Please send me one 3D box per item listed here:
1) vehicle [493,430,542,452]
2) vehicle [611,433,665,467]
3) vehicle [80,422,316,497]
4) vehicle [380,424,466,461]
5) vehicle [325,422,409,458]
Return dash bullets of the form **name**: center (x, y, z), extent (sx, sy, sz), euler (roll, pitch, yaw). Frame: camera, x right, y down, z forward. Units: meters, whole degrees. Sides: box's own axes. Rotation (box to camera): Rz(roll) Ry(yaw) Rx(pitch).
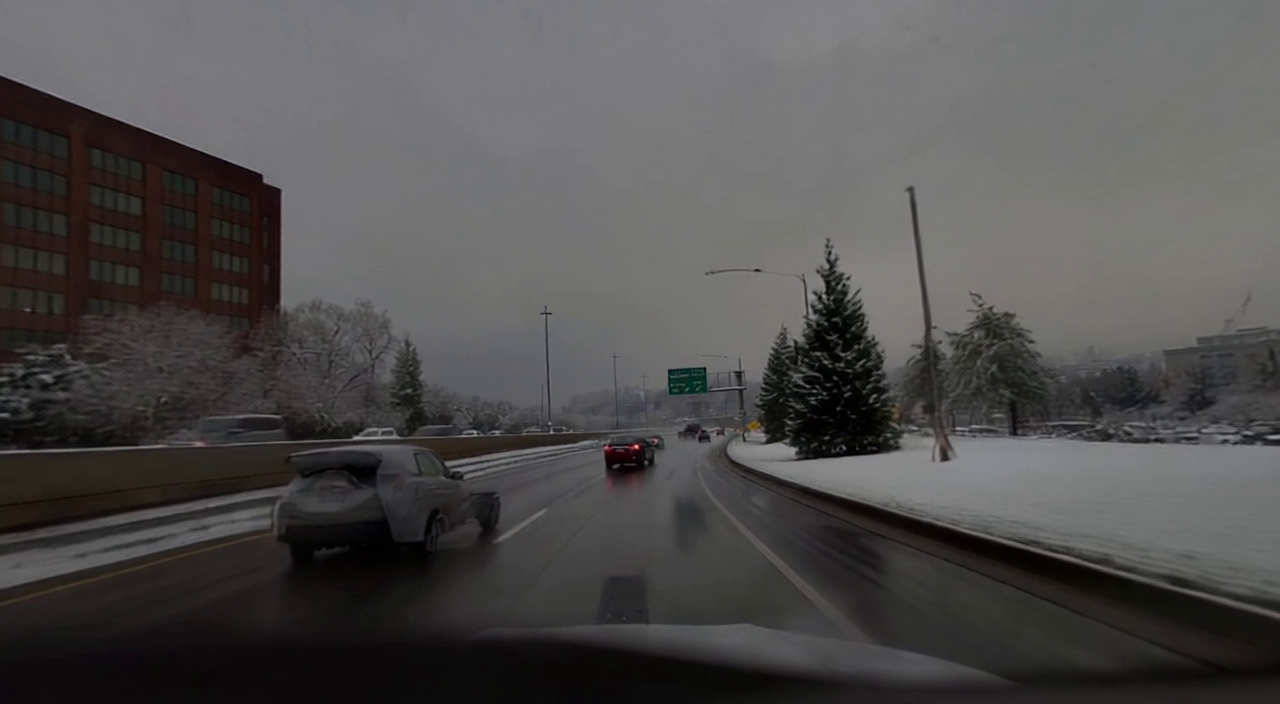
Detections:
- **vehicle**: center (-8.453, 6.227, 43.980), extent (2.020, 1.470, 4.639), euler (-1, -8, 7)
- **vehicle**: center (-0.019, 4.680, 30.231), extent (2.035, 1.460, 4.497), euler (-1, -8, 7)
- **vehicle**: center (-10.176, 2.519, 15.119), extent (2.097, 1.484, 4.621), euler (-1, -8, 4)
- **vehicle**: center (-9.690, 4.120, 28.636), extent (1.943, 1.536, 4.656), euler (-1, -8, 5)
- **vehicle**: center (-13.712, 4.502, 31.994), extent (1.992, 1.659, 4.562), euler (-1, -8, 4)
